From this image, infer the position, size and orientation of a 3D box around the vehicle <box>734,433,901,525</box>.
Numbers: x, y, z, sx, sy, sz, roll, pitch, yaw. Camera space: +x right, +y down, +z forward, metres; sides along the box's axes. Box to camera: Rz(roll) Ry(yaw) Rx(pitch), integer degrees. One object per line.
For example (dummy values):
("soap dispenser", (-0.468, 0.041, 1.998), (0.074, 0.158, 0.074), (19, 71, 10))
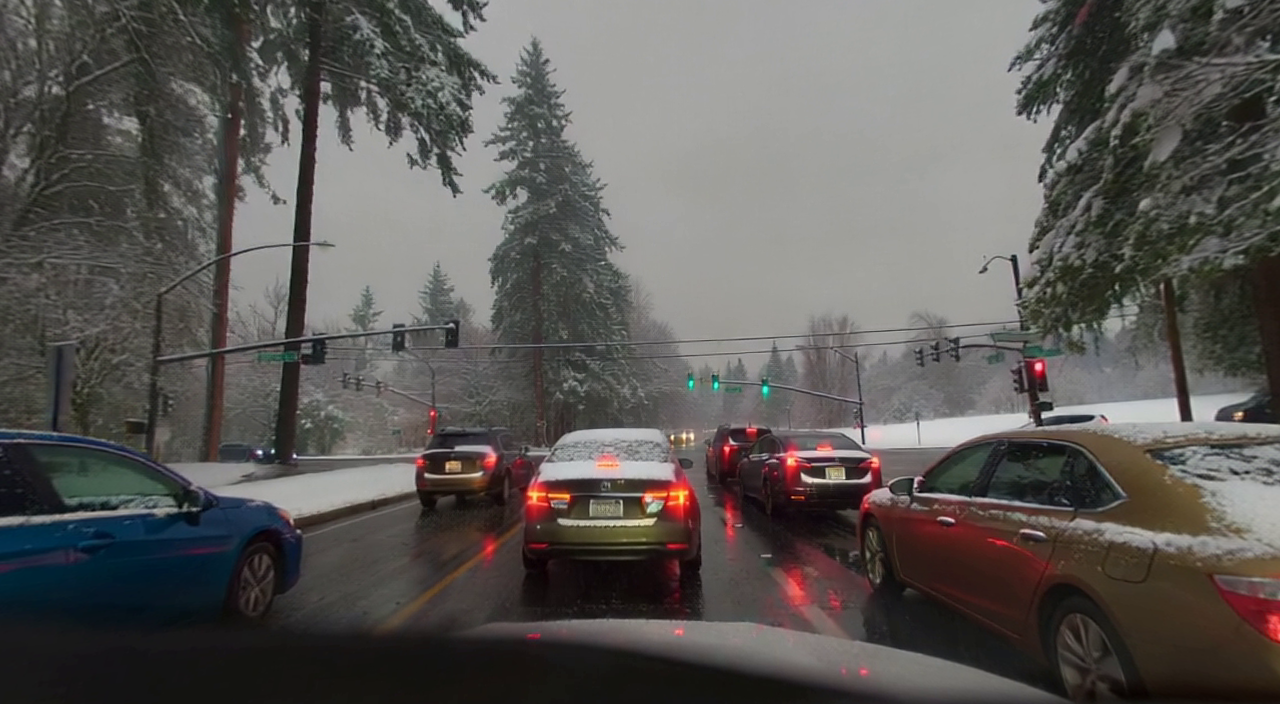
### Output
("vehicle", (3.181, 2.337, 12.326), (1.975, 1.460, 4.357), (0, -8, 0))

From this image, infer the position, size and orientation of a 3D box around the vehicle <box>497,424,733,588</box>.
("vehicle", (-0.251, 1.692, 7.727), (2.147, 1.479, 3.803), (0, -8, -1))

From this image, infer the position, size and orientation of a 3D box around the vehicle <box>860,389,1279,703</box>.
("vehicle", (3.136, 1.151, 4.054), (1.903, 1.480, 4.270), (0, -8, 0))

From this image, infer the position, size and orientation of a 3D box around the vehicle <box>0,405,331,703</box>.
("vehicle", (-3.658, 1.064, 3.245), (1.935, 1.482, 4.433), (0, -8, -1))

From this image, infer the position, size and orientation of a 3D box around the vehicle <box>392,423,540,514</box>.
("vehicle", (-3.670, 2.545, 14.210), (1.961, 1.714, 4.268), (-1, -8, 2))
